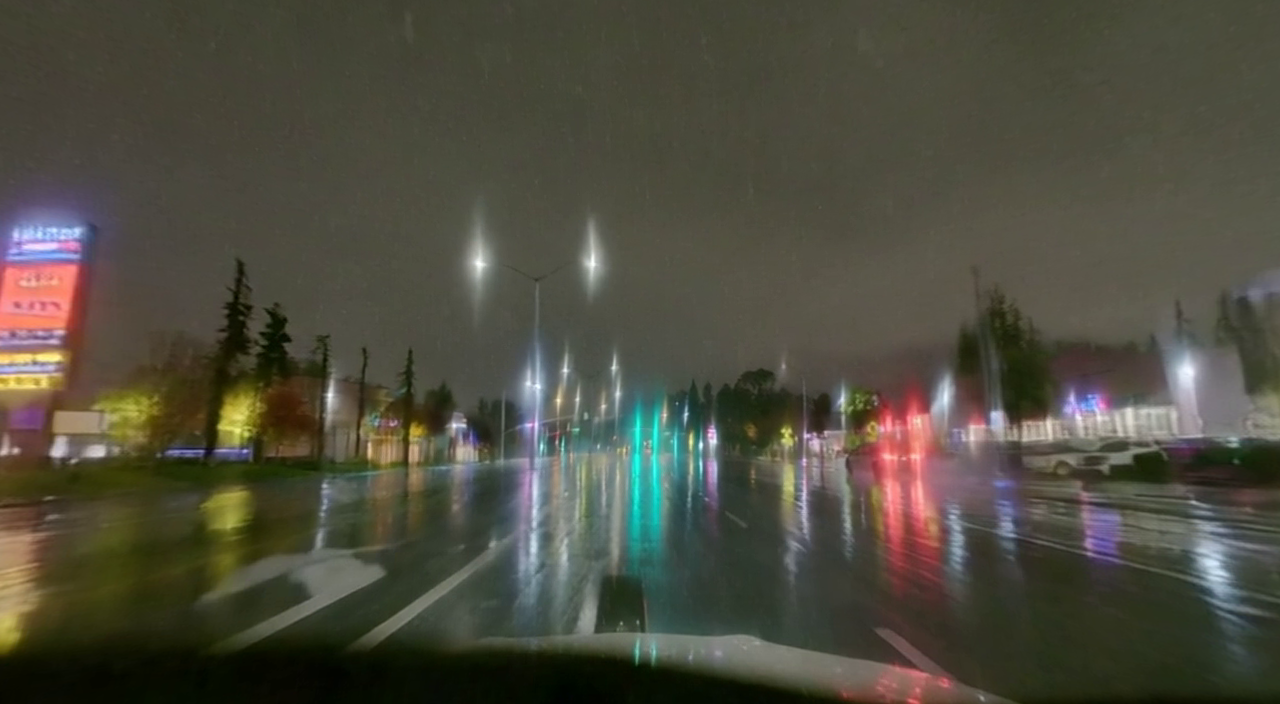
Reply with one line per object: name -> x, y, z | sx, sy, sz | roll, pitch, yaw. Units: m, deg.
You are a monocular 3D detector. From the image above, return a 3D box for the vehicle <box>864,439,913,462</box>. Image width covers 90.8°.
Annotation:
vehicle -> 18.845, 7.517, 48.102 | 1.886, 1.670, 4.562 | 0, -9, 1

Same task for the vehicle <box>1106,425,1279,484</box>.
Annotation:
vehicle -> 17.917, 3.196, 19.820 | 4.935, 1.753, 1.958 | 0, -9, 1

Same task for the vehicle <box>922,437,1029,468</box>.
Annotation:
vehicle -> 17.018, 5.125, 32.223 | 4.324, 1.536, 1.947 | 0, -9, -1
